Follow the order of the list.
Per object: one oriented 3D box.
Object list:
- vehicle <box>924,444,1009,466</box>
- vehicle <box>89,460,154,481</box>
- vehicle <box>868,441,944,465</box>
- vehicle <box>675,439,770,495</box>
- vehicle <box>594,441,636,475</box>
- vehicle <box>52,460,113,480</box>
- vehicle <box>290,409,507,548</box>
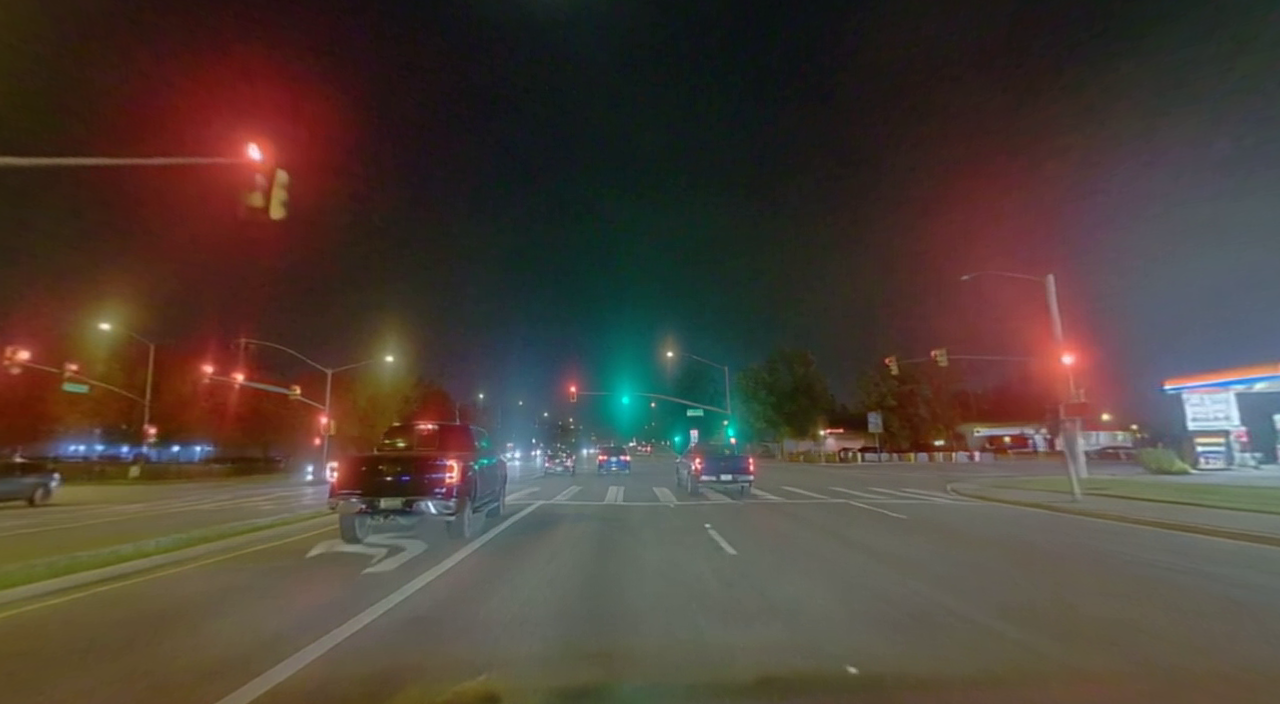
[{"bbox_3d":[21.990,6.940,42.624,4.789,1.455,1.986,2,-9,-10],"label":"vehicle"},{"bbox_3d":[-40.281,9.178,49.191,1.802,1.447,4.432,1,-9,-8],"label":"vehicle"},{"bbox_3d":[20.582,7.820,48.975,4.950,1.760,2.213,1,-9,-10],"label":"vehicle"},{"bbox_3d":[2.362,3.455,19.350,2.061,1.487,4.462,1,-9,-4],"label":"vehicle"},{"bbox_3d":[-1.324,5.406,32.440,2.029,1.605,3.827,1,-9,-4],"label":"vehicle"},{"bbox_3d":[-42.724,9.019,48.492,1.593,1.399,3.698,1,-8,-7],"label":"vehicle"},{"bbox_3d":[-3.967,2.189,11.718,2.195,1.905,5.634,1,-9,-5],"label":"vehicle"}]
